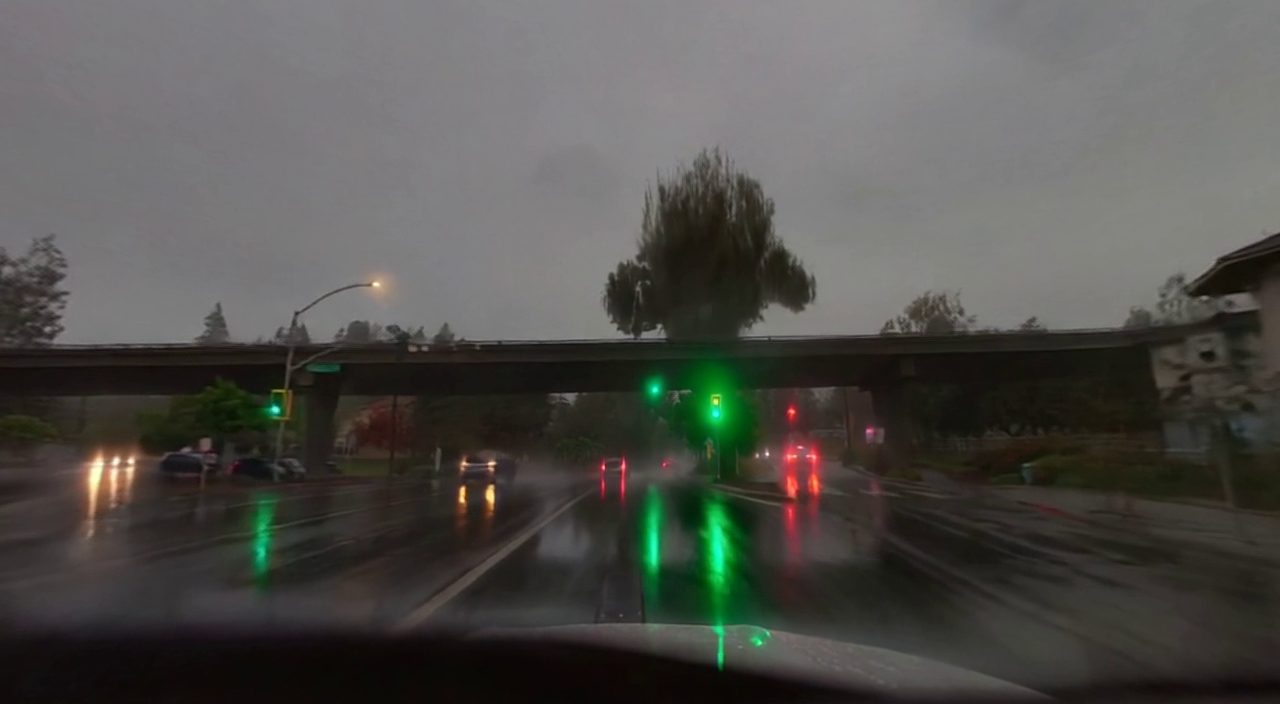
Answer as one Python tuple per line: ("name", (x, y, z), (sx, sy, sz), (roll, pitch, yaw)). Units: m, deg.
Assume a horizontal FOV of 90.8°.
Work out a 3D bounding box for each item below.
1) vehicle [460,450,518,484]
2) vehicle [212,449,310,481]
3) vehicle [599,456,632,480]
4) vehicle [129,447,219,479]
("vehicle", (-7.893, 6.018, 33.403), (1.886, 1.654, 4.037), (0, -9, 2))
("vehicle", (-20.162, 6.034, 33.791), (3.877, 1.623, 2.049), (1, -9, -6))
("vehicle", (-1.735, 8.432, 46.150), (1.997, 1.542, 4.202), (-1, -9, 4))
("vehicle", (-27.954, 6.616, 37.887), (4.598, 1.765, 1.955), (-3, -9, 20))
